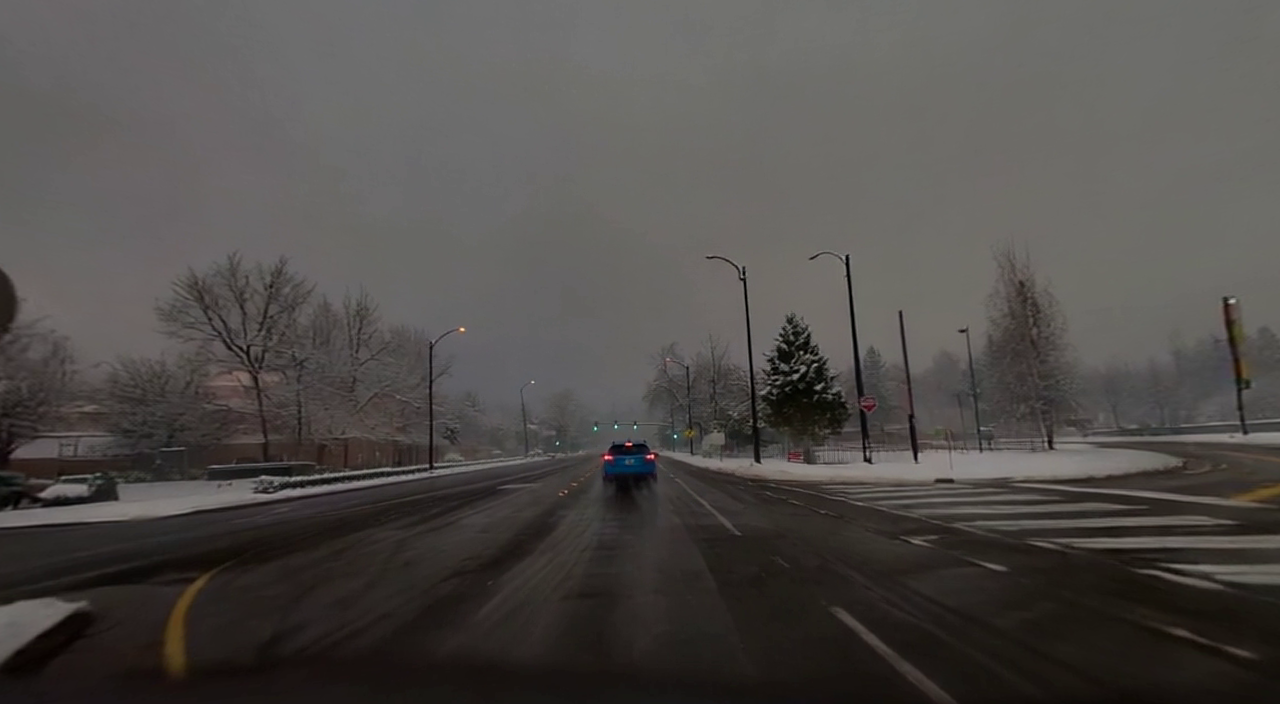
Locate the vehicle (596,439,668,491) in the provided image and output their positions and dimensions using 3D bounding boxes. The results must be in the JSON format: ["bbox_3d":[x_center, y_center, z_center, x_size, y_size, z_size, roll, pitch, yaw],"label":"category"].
[{"bbox_3d":[-0.240,3.801,21.705,2.221,1.570,4.398,0,-8,0],"label":"vehicle"}]

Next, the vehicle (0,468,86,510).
[{"bbox_3d":[-23.127,5.078,23.443,3.376,1.383,1.795,0,-8,-2],"label":"vehicle"}]
